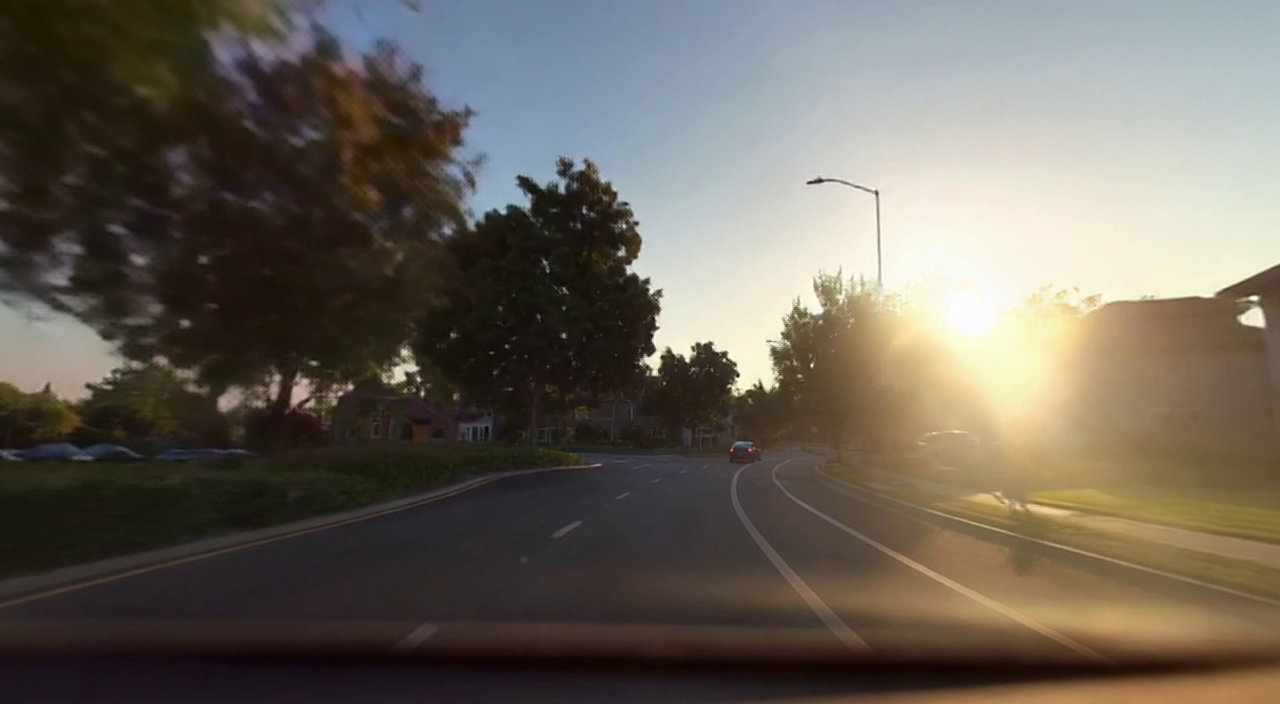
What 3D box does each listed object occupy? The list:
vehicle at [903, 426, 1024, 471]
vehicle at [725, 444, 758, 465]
[{"bbox_3d":[15.459,4.625,30.410,4.672,2.044,2.248,-2,-8,12],"label":"vehicle"},{"bbox_3d":[7.619,7.622,46.842,2.050,1.456,4.003,-2,-9,14],"label":"vehicle"}]
